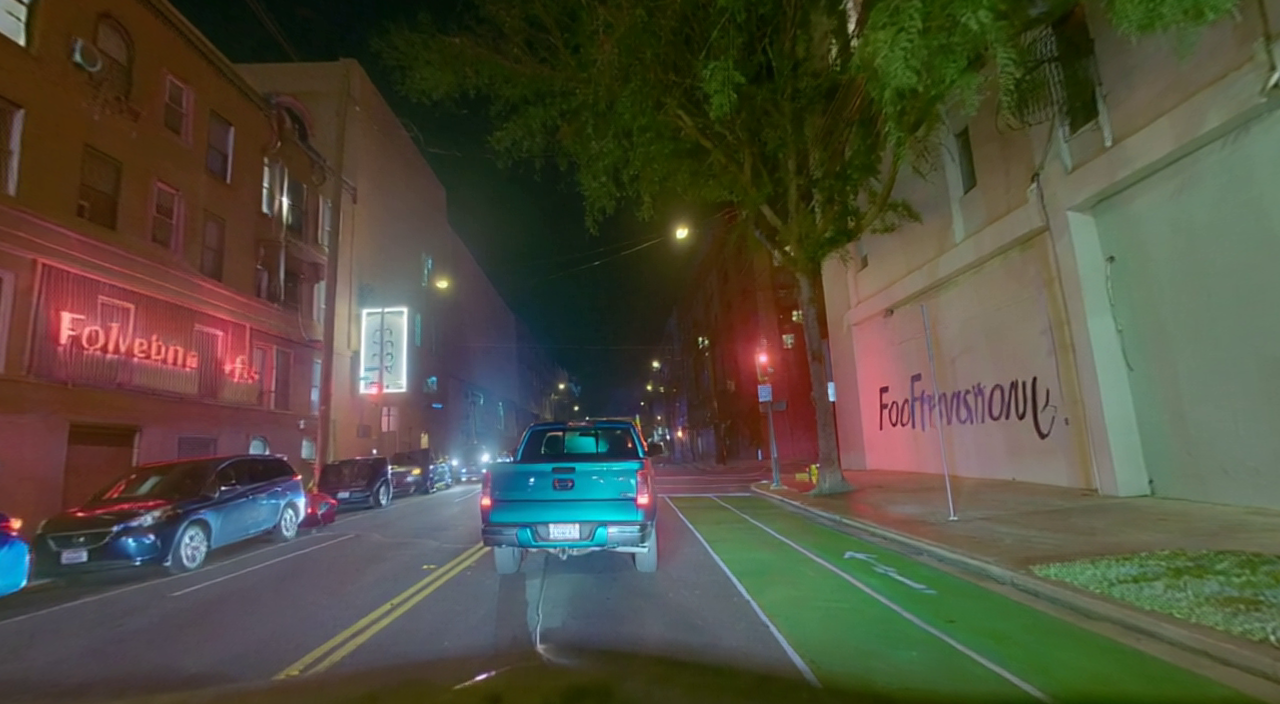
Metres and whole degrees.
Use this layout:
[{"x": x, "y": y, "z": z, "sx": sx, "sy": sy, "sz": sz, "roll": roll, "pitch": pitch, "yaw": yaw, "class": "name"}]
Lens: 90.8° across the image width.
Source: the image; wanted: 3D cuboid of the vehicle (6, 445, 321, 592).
[{"x": -7.238, "y": 2.457, "z": 10.373, "sx": 1.882, "sy": 1.686, "sz": 4.489, "roll": -4, "pitch": -8, "yaw": -3, "class": "vehicle"}]

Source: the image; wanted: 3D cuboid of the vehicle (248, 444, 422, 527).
[{"x": -7.392, "y": 3.222, "z": 16.063, "sx": 1.884, "sy": 1.730, "sz": 5.076, "roll": 0, "pitch": -8, "yaw": 0, "class": "vehicle"}]

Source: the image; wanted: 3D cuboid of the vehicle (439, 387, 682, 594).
[{"x": -0.697, "y": 1.604, "z": 8.161, "sx": 2.215, "sy": 1.882, "sz": 4.611, "roll": 0, "pitch": -8, "yaw": 1, "class": "vehicle"}]
